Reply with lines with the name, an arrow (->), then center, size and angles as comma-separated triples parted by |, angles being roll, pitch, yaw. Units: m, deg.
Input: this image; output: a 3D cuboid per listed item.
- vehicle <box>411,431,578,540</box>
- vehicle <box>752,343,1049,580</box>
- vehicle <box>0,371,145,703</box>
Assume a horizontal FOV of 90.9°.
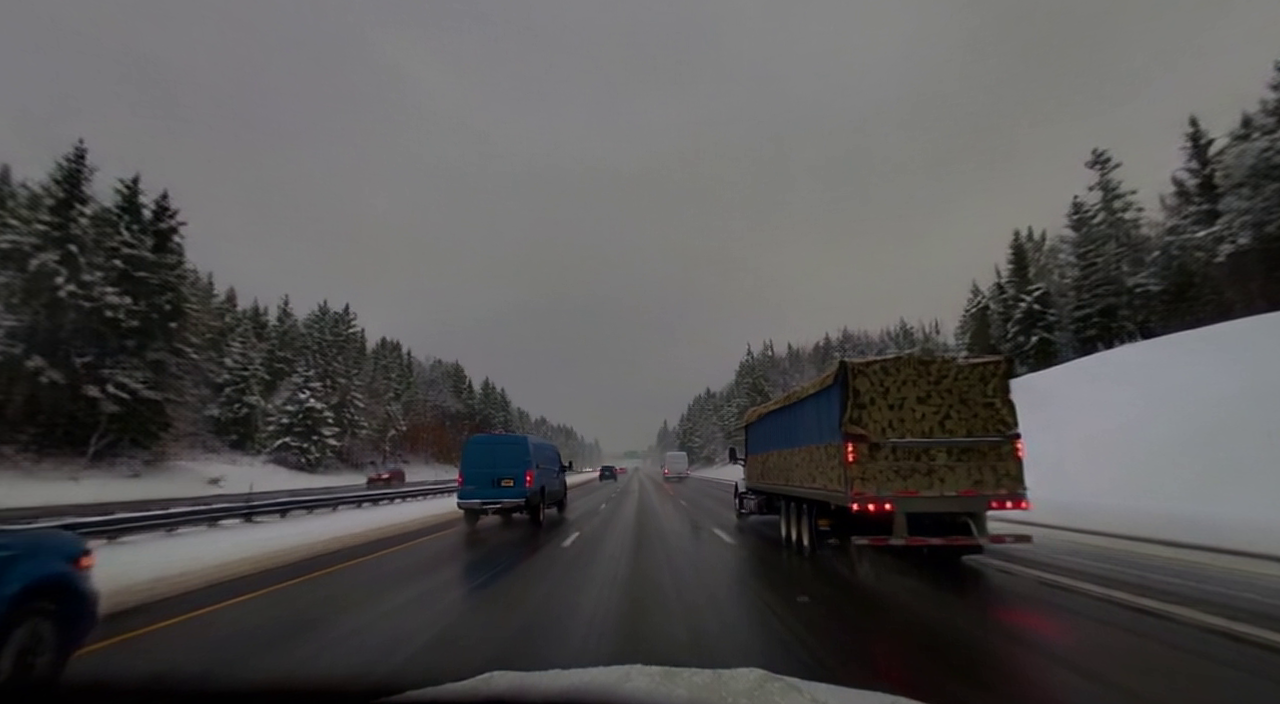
vehicle -> -2.897, 2.892, 14.067 | 2.378, 1.930, 5.086 | 0, -10, 1
vehicle -> 3.762, 1.839, 10.678 | 2.703, 2.988, 5.097 | 1, -11, -1
vehicle -> -3.844, 0.653, 1.301 | 2.124, 1.671, 4.262 | 1, -10, -1
